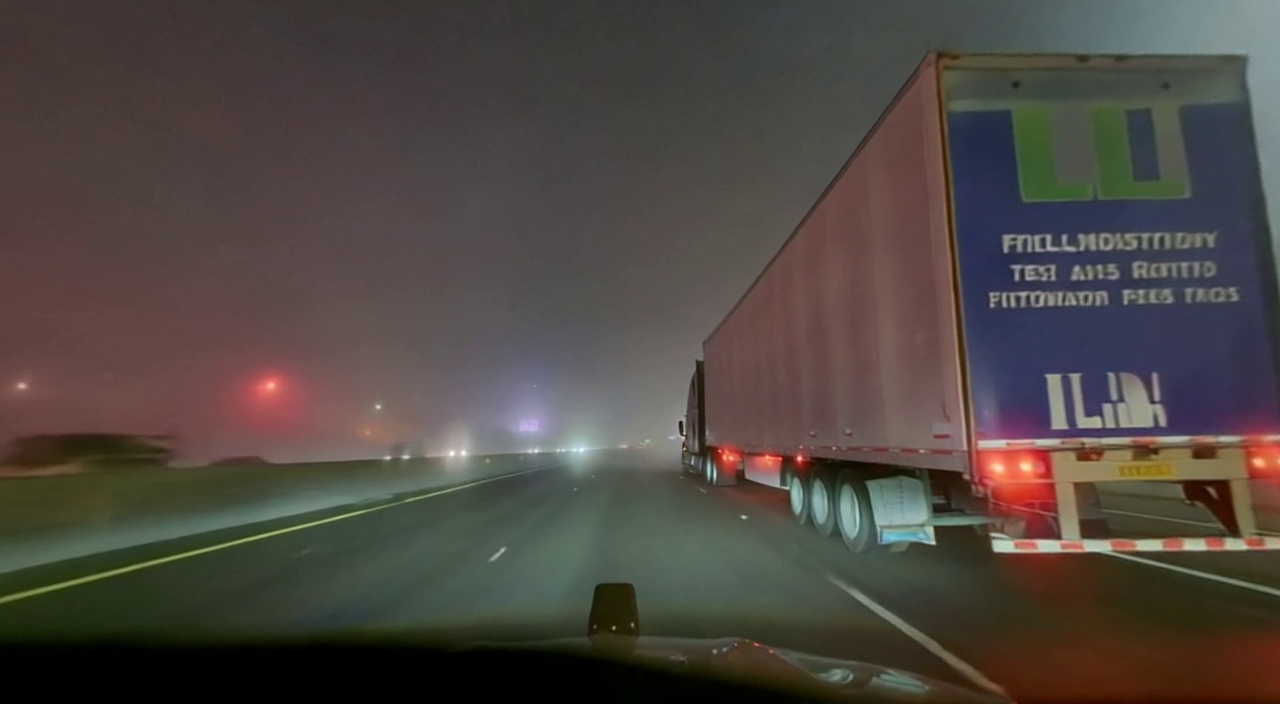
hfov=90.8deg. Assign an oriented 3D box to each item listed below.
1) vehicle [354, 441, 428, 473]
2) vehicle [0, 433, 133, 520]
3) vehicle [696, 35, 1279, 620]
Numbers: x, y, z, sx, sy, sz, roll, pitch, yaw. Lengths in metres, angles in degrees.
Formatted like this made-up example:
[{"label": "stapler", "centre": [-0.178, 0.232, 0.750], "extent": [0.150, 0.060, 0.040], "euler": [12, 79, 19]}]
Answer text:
[{"label": "vehicle", "centre": [-14.781, 6.262, 37.948], "extent": [2.203, 1.736, 5.504], "euler": [0, -9, 0]}, {"label": "vehicle", "centre": [-10.908, 2.110, 10.880], "extent": [1.545, 1.369, 3.358], "euler": [0, -9, -1]}, {"label": "vehicle", "centre": [3.620, 0.948, 13.155], "extent": [2.891, 4.387, 17.121], "euler": [0, -9, -1]}]
